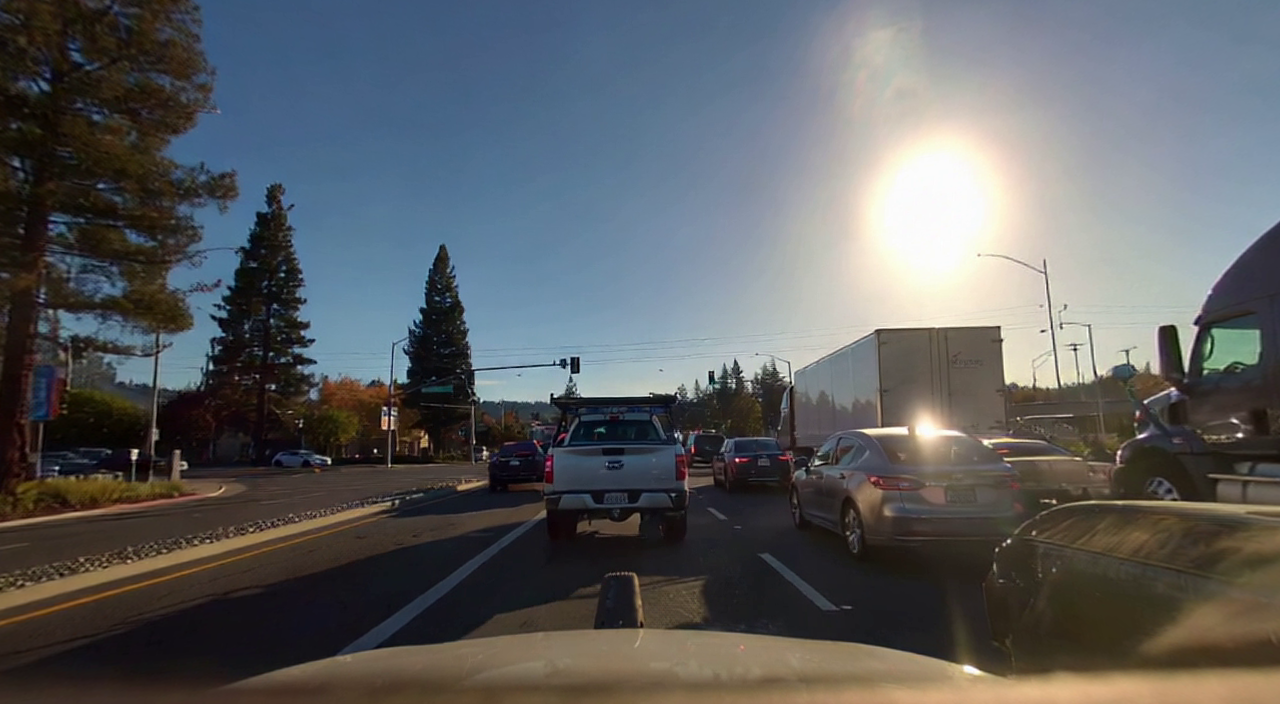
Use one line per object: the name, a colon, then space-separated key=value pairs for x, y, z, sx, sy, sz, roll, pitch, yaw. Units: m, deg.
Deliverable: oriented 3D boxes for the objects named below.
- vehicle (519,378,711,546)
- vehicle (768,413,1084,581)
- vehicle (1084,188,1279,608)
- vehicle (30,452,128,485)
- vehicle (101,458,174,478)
vehicle: x=-0.362 y=1.820 z=10.883 sx=2.499 sy=2.183 sz=5.111 roll=0 pitch=-9 yaw=-1
vehicle: x=3.255 y=1.765 z=8.611 sx=1.905 sy=1.587 sz=4.998 roll=0 pitch=-9 yaw=-1
vehicle: x=6.524 y=0.103 z=3.339 sx=2.802 sy=3.322 sz=7.429 roll=0 pitch=-9 yaw=0
vehicle: x=-28.580 y=5.912 z=32.358 sx=1.730 sy=1.534 sz=3.922 roll=1 pitch=-9 yaw=-7
vehicle: x=-38.185 y=8.806 z=48.014 sx=4.150 sy=1.474 sz=1.826 roll=-1 pitch=-9 yaw=6
